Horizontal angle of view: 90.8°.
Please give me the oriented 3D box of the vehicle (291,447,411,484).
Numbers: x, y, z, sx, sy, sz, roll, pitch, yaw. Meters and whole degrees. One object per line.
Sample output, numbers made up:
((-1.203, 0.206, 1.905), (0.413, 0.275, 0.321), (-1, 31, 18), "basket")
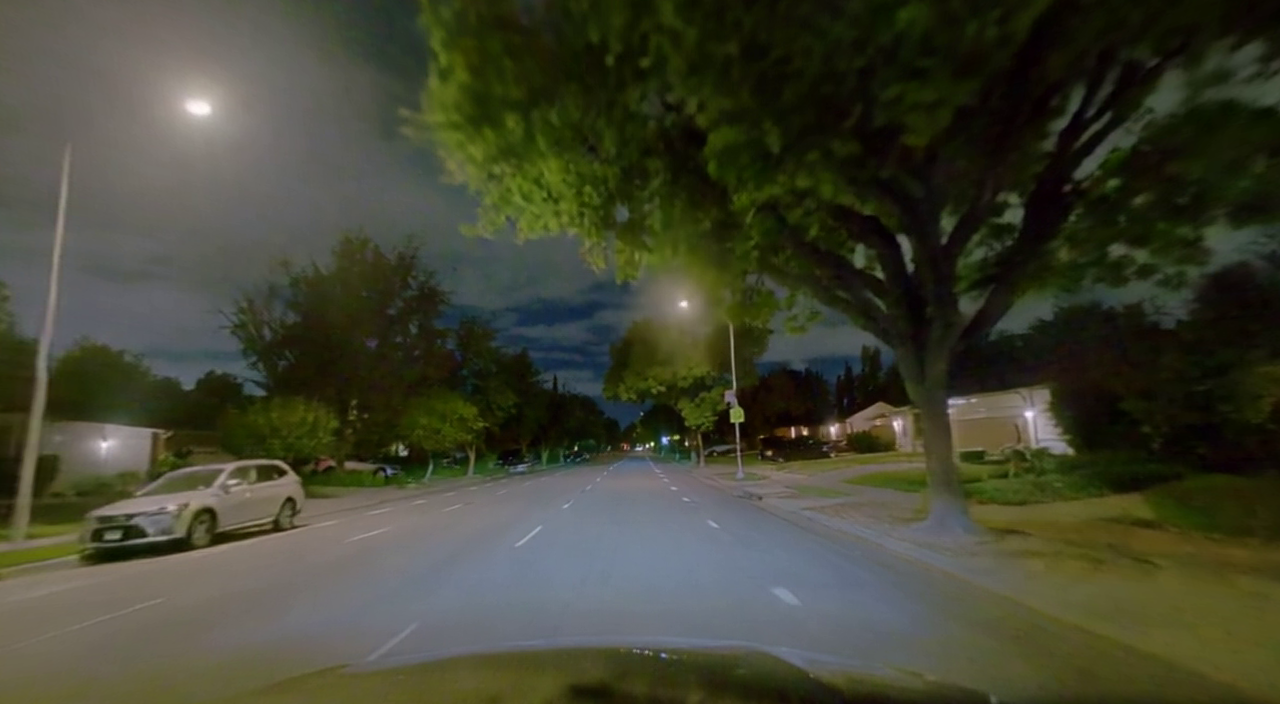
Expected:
((-14.414, 5.650, 31.733), (4.995, 1.760, 1.988), (0, -9, -3), "vehicle")

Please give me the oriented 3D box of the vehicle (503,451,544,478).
((-7.825, 7.598, 42.847), (1.973, 1.500, 4.781), (-5, -9, -2), "vehicle")

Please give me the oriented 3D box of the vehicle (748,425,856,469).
((8.805, 5.197, 34.609), (5.221, 1.958, 1.992), (-4, -9, 0), "vehicle")

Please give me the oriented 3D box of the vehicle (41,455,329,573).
((-7.632, 2.685, 11.337), (1.919, 1.492, 4.547), (-5, -9, -1), "vehicle")
